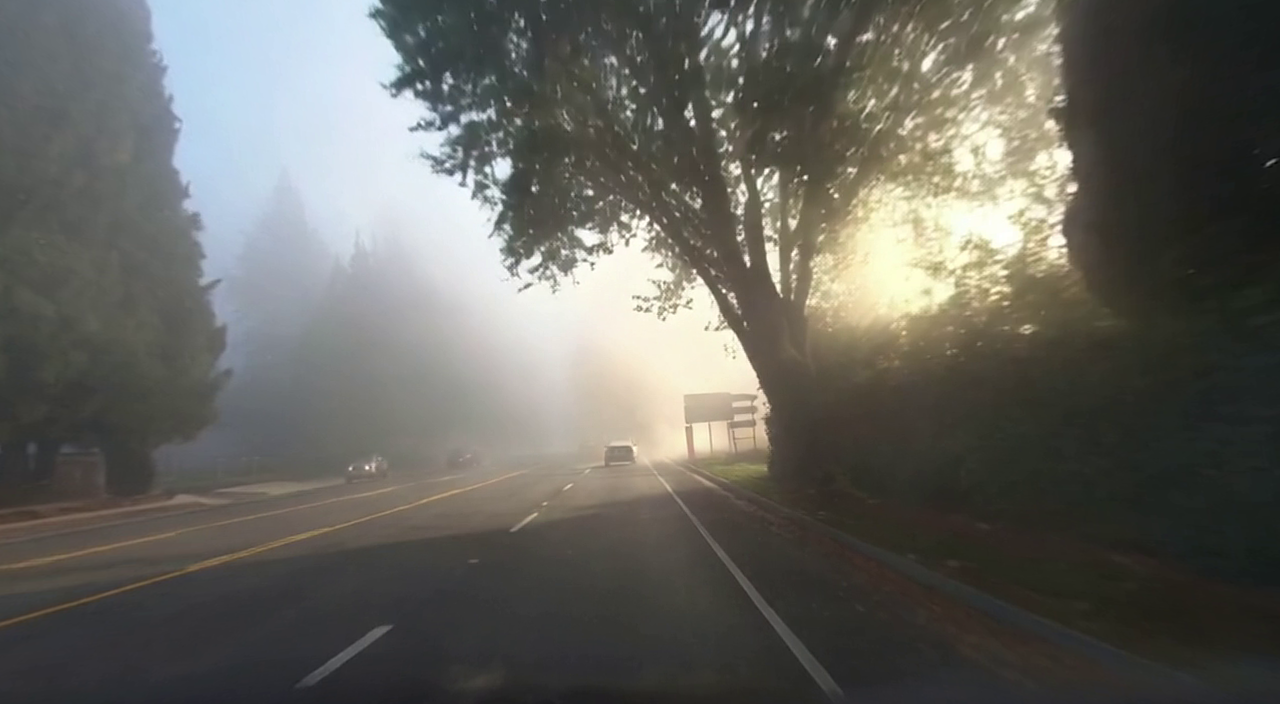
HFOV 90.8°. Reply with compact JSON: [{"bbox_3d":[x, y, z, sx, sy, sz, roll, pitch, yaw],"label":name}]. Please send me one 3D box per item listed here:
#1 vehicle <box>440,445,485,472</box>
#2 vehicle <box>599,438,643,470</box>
[{"bbox_3d":[-12.617,7.555,45.135,1.954,1.680,4.530,-3,-8,-2],"label":"vehicle"},{"bbox_3d":[-0.958,5.161,32.273,2.111,1.466,4.223,-1,-8,-1],"label":"vehicle"}]
